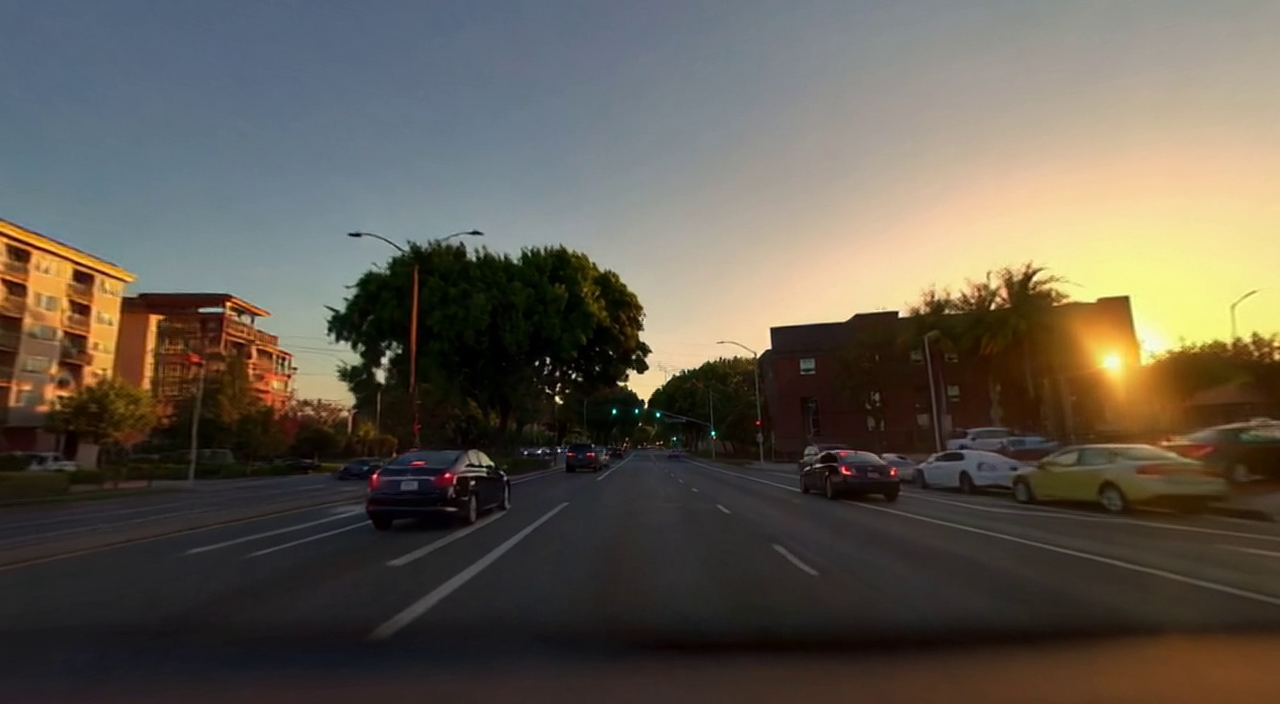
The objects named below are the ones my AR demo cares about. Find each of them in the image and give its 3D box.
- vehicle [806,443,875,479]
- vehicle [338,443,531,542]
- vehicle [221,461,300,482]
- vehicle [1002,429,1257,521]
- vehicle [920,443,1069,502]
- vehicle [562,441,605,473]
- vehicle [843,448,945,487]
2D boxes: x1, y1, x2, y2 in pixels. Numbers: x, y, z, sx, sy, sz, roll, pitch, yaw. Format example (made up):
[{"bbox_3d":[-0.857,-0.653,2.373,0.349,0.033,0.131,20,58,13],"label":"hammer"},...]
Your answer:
[{"bbox_3d":[10.090,5.510,32.169,1.992,1.664,4.246,0,-9,-2],"label":"vehicle"},{"bbox_3d":[-3.465,2.448,11.724,2.144,1.447,4.421,0,-9,-1],"label":"vehicle"},{"bbox_3d":[-27.952,8.792,46.647,4.658,1.478,1.968,-1,-9,6],"label":"vehicle"},{"bbox_3d":[10.273,2.597,13.855,1.975,1.677,4.400,0,-9,-1],"label":"vehicle"},{"bbox_3d":[10.583,3.600,19.319,1.853,1.548,4.340,0,-9,-3],"label":"vehicle"},{"bbox_3d":[-3.483,6.580,39.775,2.220,1.888,4.904,0,-9,1],"label":"vehicle"},{"bbox_3d":[10.125,4.609,25.653,2.045,1.418,4.869,0,-9,-1],"label":"vehicle"}]
